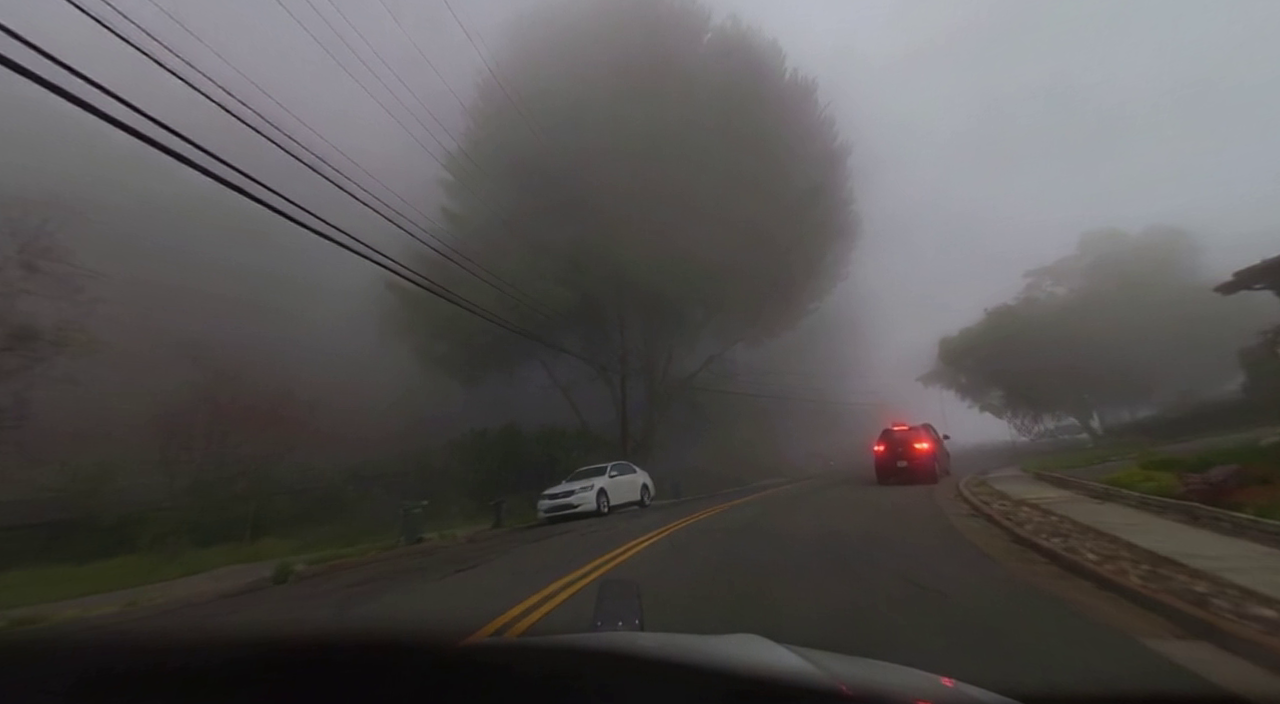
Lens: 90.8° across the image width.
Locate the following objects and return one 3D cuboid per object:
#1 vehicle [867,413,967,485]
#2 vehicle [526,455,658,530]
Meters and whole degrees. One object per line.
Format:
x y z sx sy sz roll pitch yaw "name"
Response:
8.881 3.065 20.026 2.086 1.974 4.890 -6 -10 31 "vehicle"
-1.339 4.254 19.769 2.039 1.949 4.511 -5 -10 27 "vehicle"
